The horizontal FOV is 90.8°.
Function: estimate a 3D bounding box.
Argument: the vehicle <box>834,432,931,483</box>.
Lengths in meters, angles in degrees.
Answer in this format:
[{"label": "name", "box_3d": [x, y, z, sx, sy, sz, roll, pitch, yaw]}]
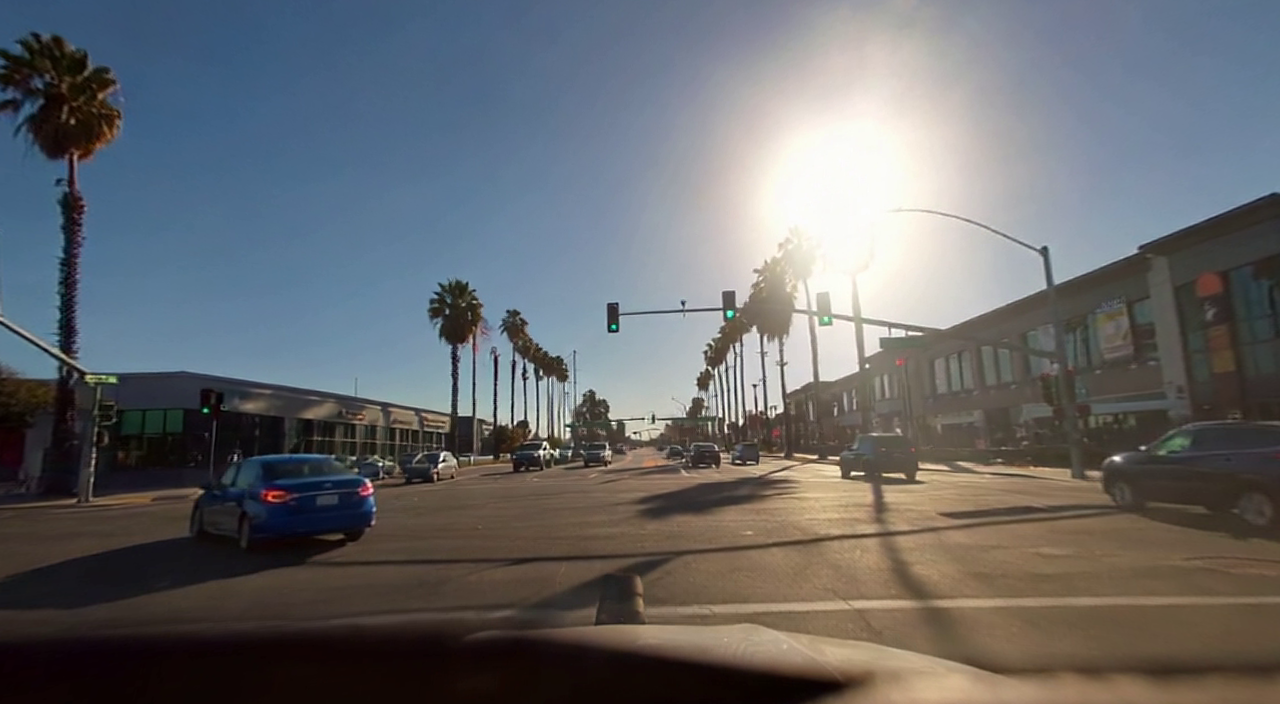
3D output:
[{"label": "vehicle", "box_3d": [9.804, 4.298, 26.034, 2.059, 1.859, 4.690, 0, -9, -1]}]

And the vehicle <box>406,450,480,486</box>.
[{"label": "vehicle", "box_3d": [-9.052, 5.327, 29.414, 2.041, 1.498, 4.348, 0, -9, 0]}]

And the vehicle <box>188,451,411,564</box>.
[{"label": "vehicle", "box_3d": [-5.923, 2.444, 10.780, 4.206, 1.471, 2.089, -8, -12, 44]}]

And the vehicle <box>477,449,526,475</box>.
[{"label": "vehicle", "box_3d": [-8.526, 6.830, 39.349, 1.973, 1.474, 4.495, 0, -8, 1]}]

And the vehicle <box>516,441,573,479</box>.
[{"label": "vehicle", "box_3d": [-4.687, 5.349, 31.497, 2.187, 1.740, 4.022, 0, -8, 0]}]

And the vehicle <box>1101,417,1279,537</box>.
[{"label": "vehicle", "box_3d": [10.705, 2.060, 10.729, 2.199, 1.773, 4.568, 0, -9, -1]}]

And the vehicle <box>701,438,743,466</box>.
[{"label": "vehicle", "box_3d": [6.042, 7.429, 47.057, 2.313, 1.935, 4.969, 0, -9, -2]}]

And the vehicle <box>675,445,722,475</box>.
[{"label": "vehicle", "box_3d": [3.047, 5.707, 33.720, 1.977, 1.449, 4.254, 0, -8, -2]}]

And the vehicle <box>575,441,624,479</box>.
[{"label": "vehicle", "box_3d": [-1.942, 5.324, 31.498, 2.041, 1.473, 4.221, -1, -5, 2]}]
